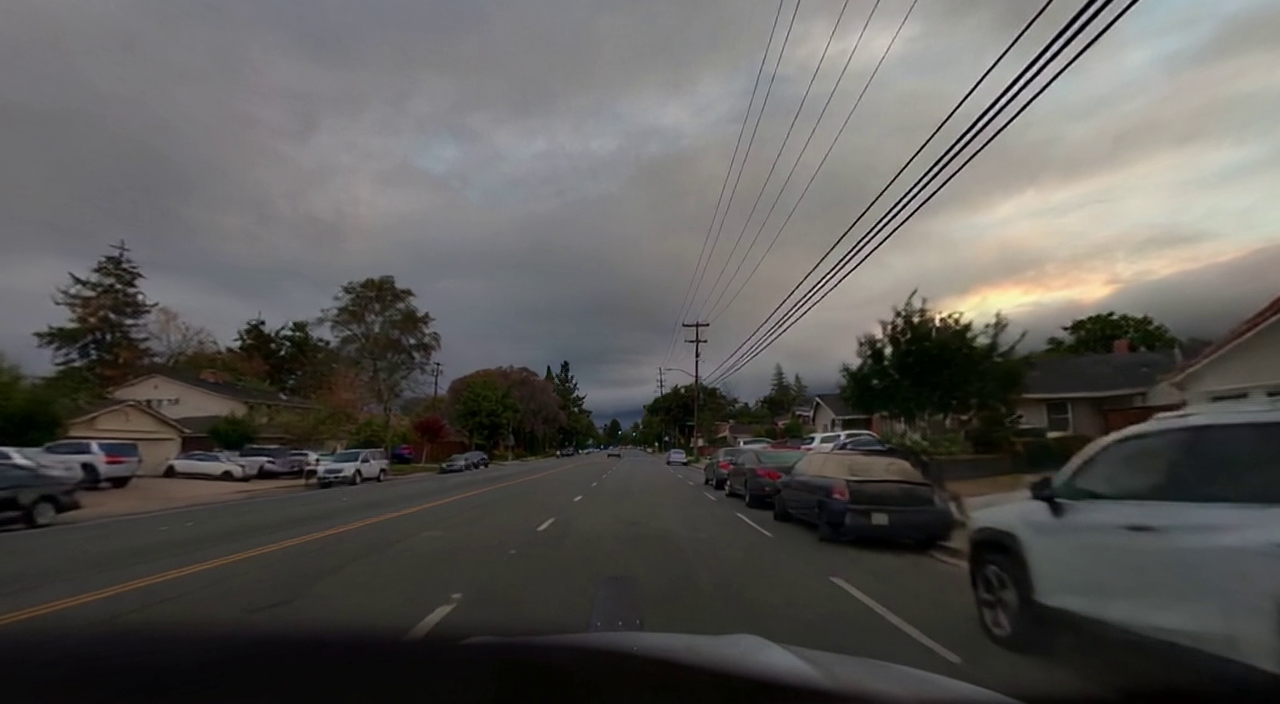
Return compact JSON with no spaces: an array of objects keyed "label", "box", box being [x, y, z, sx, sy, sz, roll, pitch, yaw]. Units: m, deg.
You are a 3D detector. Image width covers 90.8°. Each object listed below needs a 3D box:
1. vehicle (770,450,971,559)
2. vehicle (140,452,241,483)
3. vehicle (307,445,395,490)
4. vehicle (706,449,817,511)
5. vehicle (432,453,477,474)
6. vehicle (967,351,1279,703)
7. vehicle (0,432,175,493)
[{"label":"vehicle","box":[3.509,2.357,10.661,1.818,1.400,4.640,0,-9,3]},{"label":"vehicle","box":[-22.116,5.685,31.190,3.692,1.441,1.625,0,-9,-2]},{"label":"vehicle","box":[-13.672,5.452,30.244,2.137,1.852,4.541,-2,-8,0]},{"label":"vehicle","box":[3.049,3.320,16.957,1.866,1.414,4.604,1,-9,-3]},{"label":"vehicle","box":[-14.056,8.458,48.110,2.011,1.480,4.644,0,-9,0]},{"label":"vehicle","box":[3.482,0.871,2.361,2.045,1.746,4.564,0,-9,0]},{"label":"vehicle","box":[-21.906,4.352,24.861,5.504,2.069,2.216,-2,-9,2]}]
